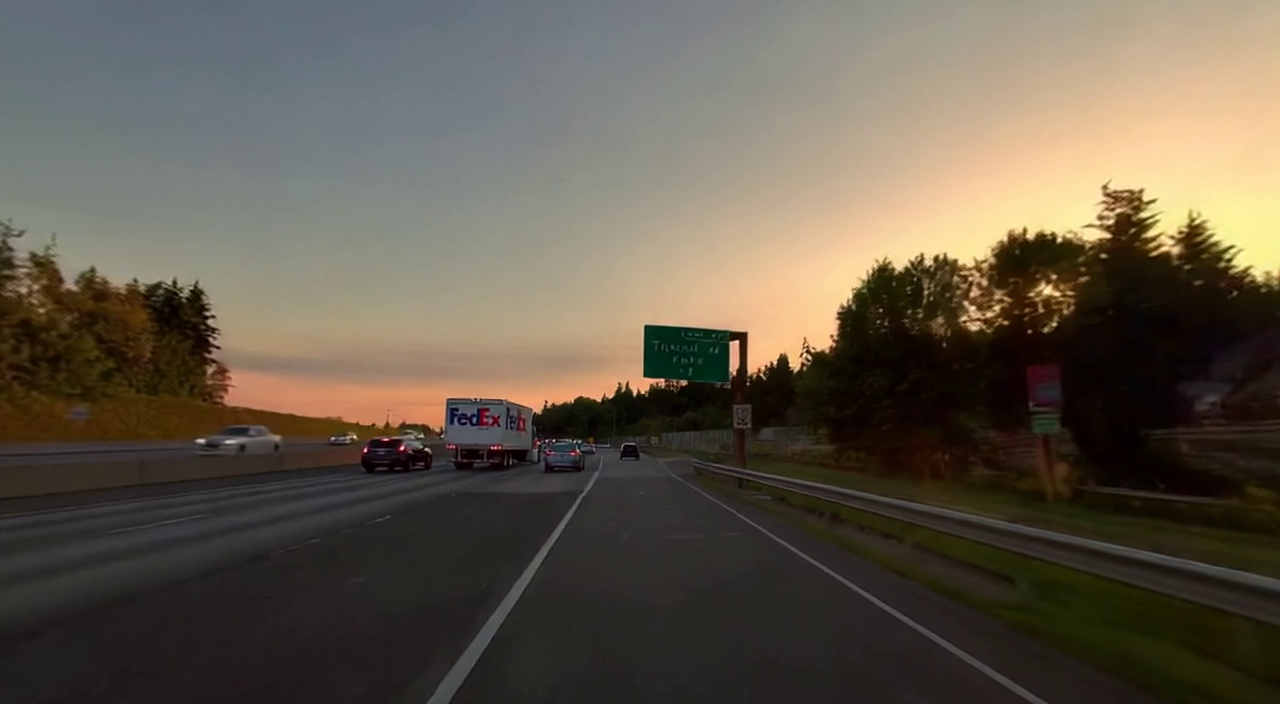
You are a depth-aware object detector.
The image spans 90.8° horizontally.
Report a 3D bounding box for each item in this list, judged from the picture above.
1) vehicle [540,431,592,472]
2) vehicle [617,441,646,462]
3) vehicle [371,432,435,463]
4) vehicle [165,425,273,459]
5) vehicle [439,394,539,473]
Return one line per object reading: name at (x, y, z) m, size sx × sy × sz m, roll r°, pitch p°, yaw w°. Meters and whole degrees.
vehicle at (-3.619, 4.979, 31.679) m, size 2.170 × 1.886 × 4.628 m, roll 0°, pitch -9°, yaw -1°
vehicle at (-0.680, 7.520, 47.630) m, size 2.043 × 1.489 × 3.839 m, roll 0°, pitch -9°, yaw -2°
vehicle at (-13.646, 5.555, 36.680) m, size 2.018 × 1.668 × 4.409 m, roll 0°, pitch -9°, yaw -1°
vehicle at (-23.256, 5.031, 35.272) m, size 2.162 × 1.730 × 5.777 m, roll 0°, pitch -9°, yaw -1°
vehicle at (-6.985, 4.040, 30.681) m, size 2.870 × 3.266 × 8.589 m, roll 0°, pitch -9°, yaw -1°
